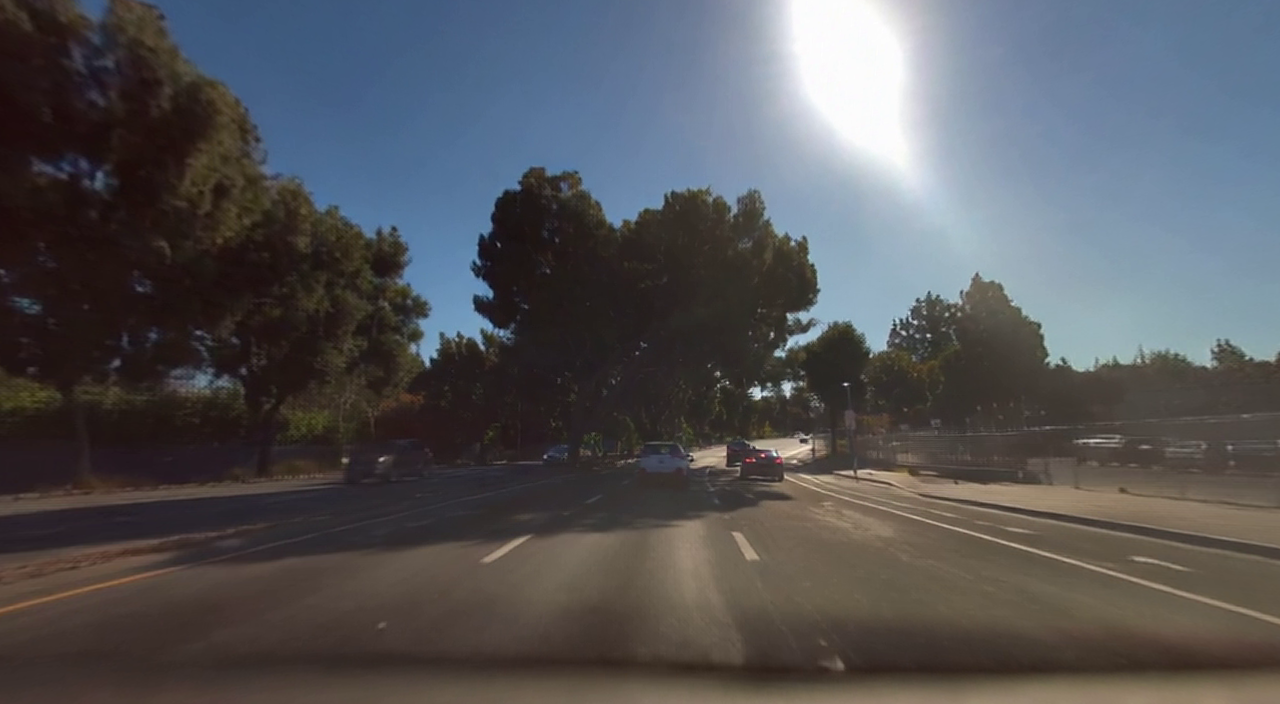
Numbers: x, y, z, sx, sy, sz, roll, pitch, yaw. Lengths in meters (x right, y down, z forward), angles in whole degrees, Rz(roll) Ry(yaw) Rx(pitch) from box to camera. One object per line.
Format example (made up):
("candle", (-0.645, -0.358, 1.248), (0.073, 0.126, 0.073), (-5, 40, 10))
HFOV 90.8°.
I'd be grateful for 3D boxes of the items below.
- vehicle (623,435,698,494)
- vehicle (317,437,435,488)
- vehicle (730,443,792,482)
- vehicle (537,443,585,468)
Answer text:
("vehicle", (0.785, 3.602, 20.674), (2.105, 1.676, 4.541), (-1, -8, 6))
("vehicle", (-9.964, 4.186, 24.350), (2.329, 1.757, 4.464), (-1, -8, 5))
("vehicle", (4.961, 4.562, 26.395), (2.147, 1.474, 4.083), (-1, -8, 6))
("vehicle", (-5.010, 6.642, 40.683), (1.933, 1.472, 4.482), (-1, -8, 8))
